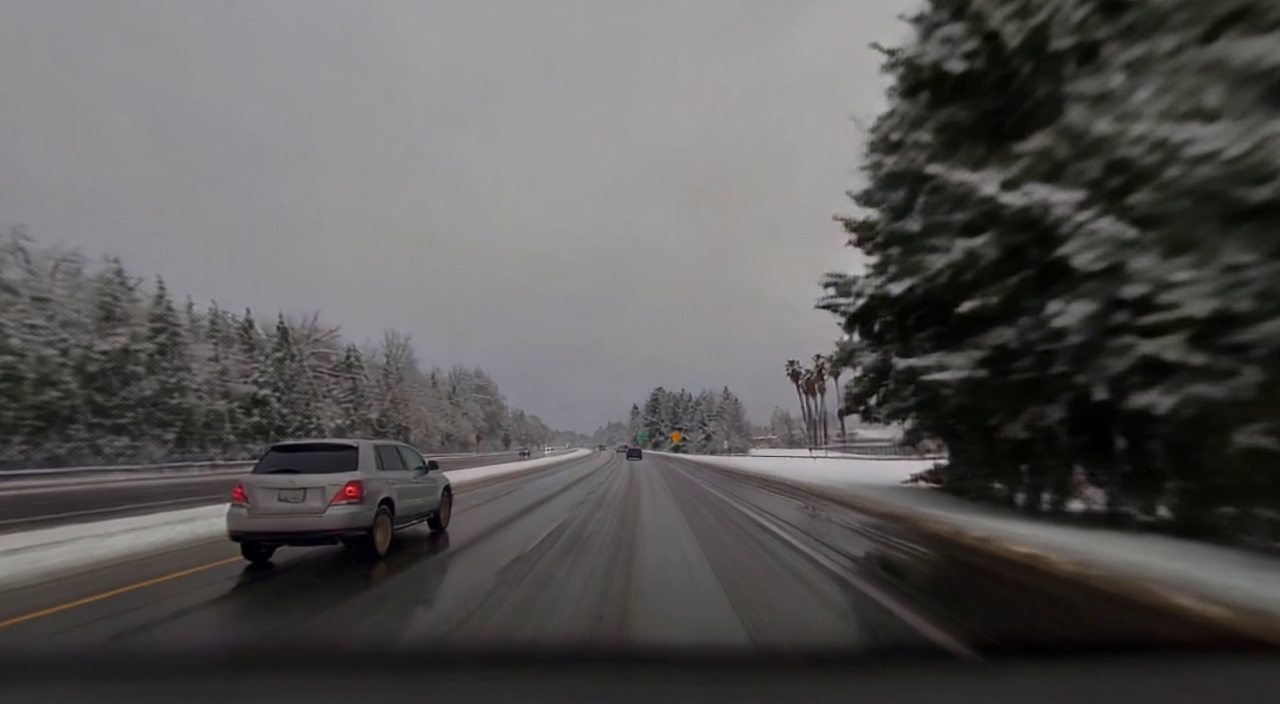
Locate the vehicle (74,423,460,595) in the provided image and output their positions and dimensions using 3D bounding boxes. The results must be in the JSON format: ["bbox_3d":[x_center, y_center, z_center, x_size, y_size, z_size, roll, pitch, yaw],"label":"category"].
[{"bbox_3d":[-4.113,1.789,8.189,2.092,1.562,4.748,0,-8,0],"label":"vehicle"}]
